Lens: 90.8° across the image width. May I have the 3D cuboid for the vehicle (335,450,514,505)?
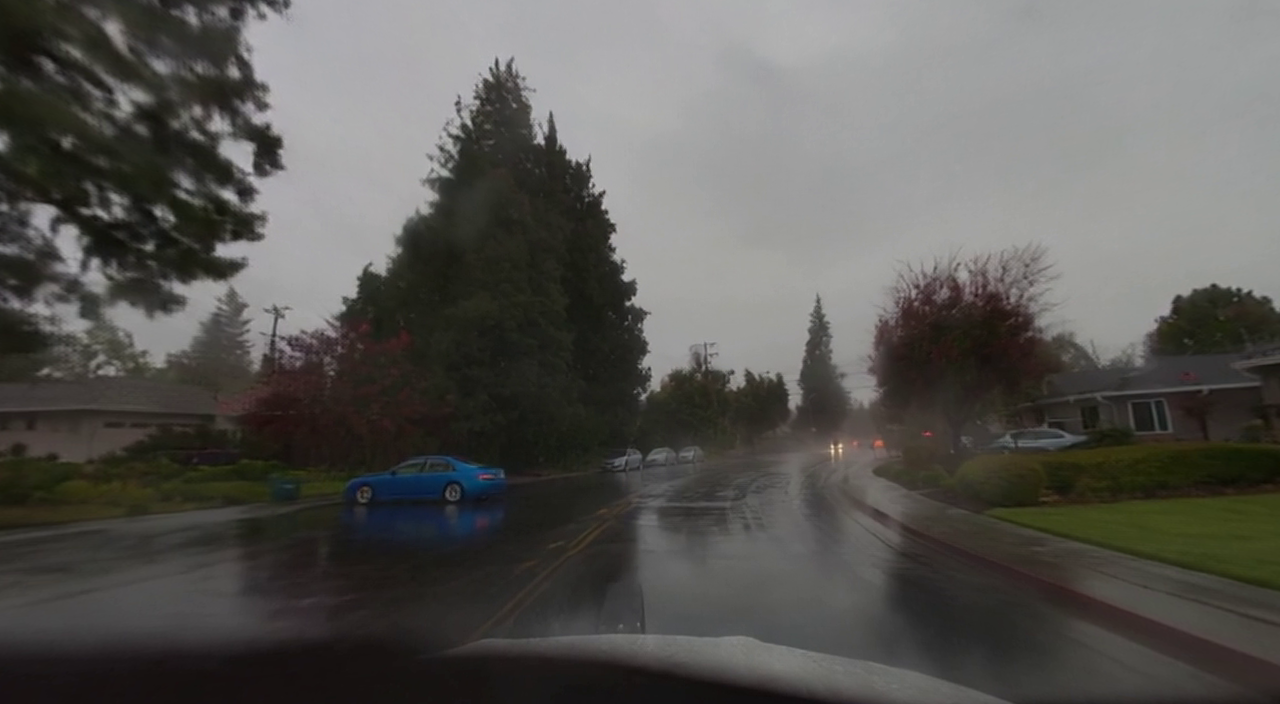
[{"bbox_3d":[-6.319,3.691,18.798,4.653,1.480,1.871,-2,-9,9],"label":"vehicle"}]

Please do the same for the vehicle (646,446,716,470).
[{"bbox_3d":[2.966,7.651,45.905,4.692,1.660,1.879,-3,-9,20],"label":"vehicle"}]
